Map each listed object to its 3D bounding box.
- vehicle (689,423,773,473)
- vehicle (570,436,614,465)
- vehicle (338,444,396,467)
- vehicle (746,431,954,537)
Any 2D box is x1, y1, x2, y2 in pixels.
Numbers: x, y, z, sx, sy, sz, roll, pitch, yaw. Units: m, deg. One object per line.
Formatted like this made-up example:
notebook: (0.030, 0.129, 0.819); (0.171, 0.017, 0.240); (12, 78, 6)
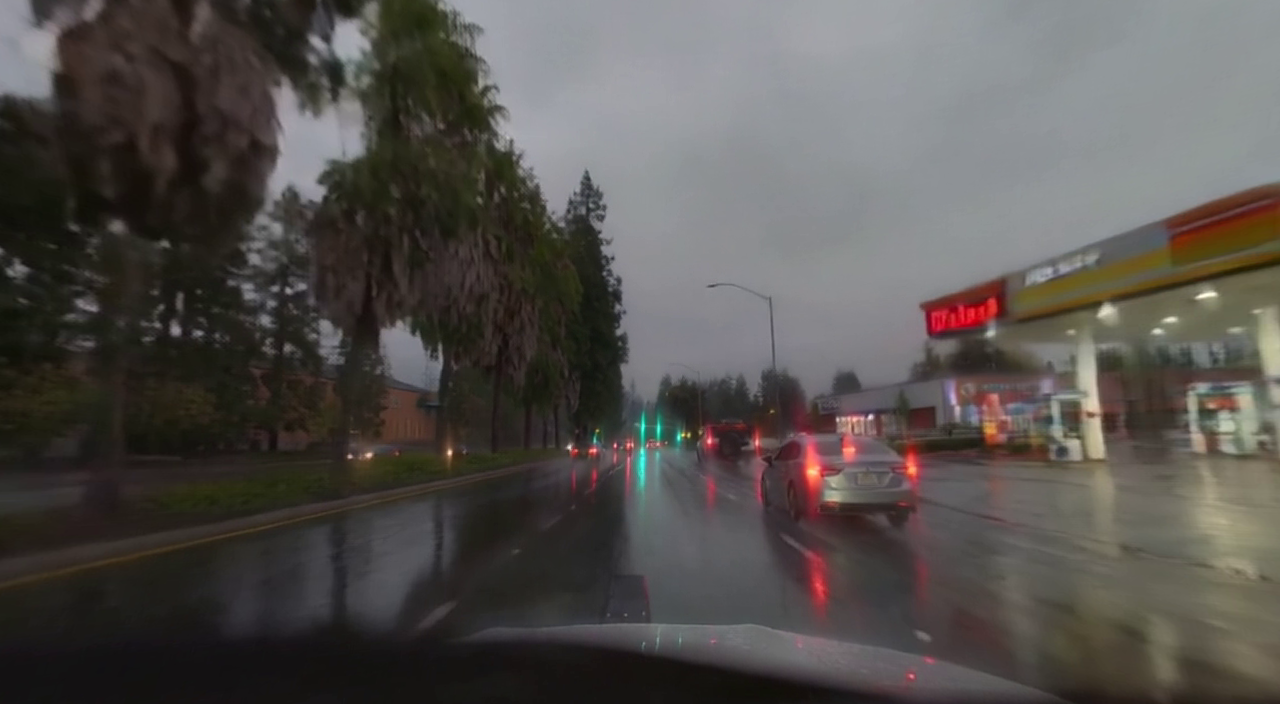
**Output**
vehicle: (4.272, 4.693, 31.056); (3.245, 2.199, 6.295); (0, -8, 0)
vehicle: (-2.945, 6.159, 39.572); (2.250, 1.713, 4.422); (0, -8, 2)
vehicle: (-21.096, 7.971, 48.913); (2.106, 1.660, 4.699); (-1, -8, 4)
vehicle: (3.339, 2.195, 11.220); (2.095, 1.475, 4.686); (0, -8, 0)
